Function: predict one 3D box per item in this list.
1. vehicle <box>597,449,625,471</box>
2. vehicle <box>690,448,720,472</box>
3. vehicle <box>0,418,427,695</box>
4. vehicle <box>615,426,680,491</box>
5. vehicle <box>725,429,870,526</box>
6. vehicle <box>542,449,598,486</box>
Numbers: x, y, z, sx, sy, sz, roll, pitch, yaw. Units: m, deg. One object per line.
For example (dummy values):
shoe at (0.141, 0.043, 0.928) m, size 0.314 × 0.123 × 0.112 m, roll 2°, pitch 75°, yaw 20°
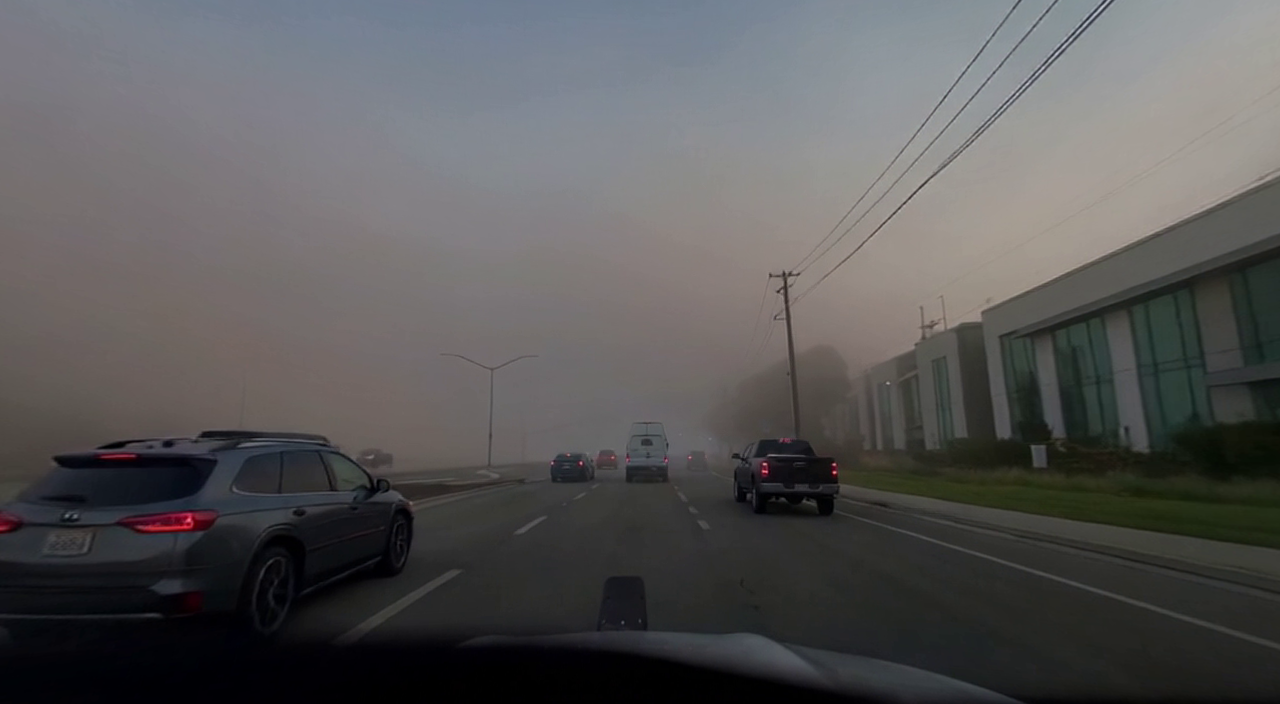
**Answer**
vehicle at (-2.260, 8.559, 49.977) m, size 1.911 × 1.632 × 4.149 m, roll 0°, pitch -9°, yaw 2°
vehicle at (5.028, 8.418, 49.111) m, size 2.092 × 1.696 × 4.218 m, roll 0°, pitch -9°, yaw 2°
vehicle at (-3.600, 1.510, 5.716) m, size 1.934 × 1.643 × 3.718 m, roll 0°, pitch -9°, yaw 1°
vehicle at (0.443, 4.467, 26.749) m, size 2.457 × 2.440 × 5.486 m, roll -1°, pitch -9°, yaw 4°
vehicle at (3.464, 2.858, 14.871) m, size 2.283 × 1.923 × 4.427 m, roll 0°, pitch -9°, yaw 0°
vehicle at (-3.228, 5.408, 29.709) m, size 1.984 × 1.567 × 4.311 m, roll 0°, pitch -9°, yaw 3°
